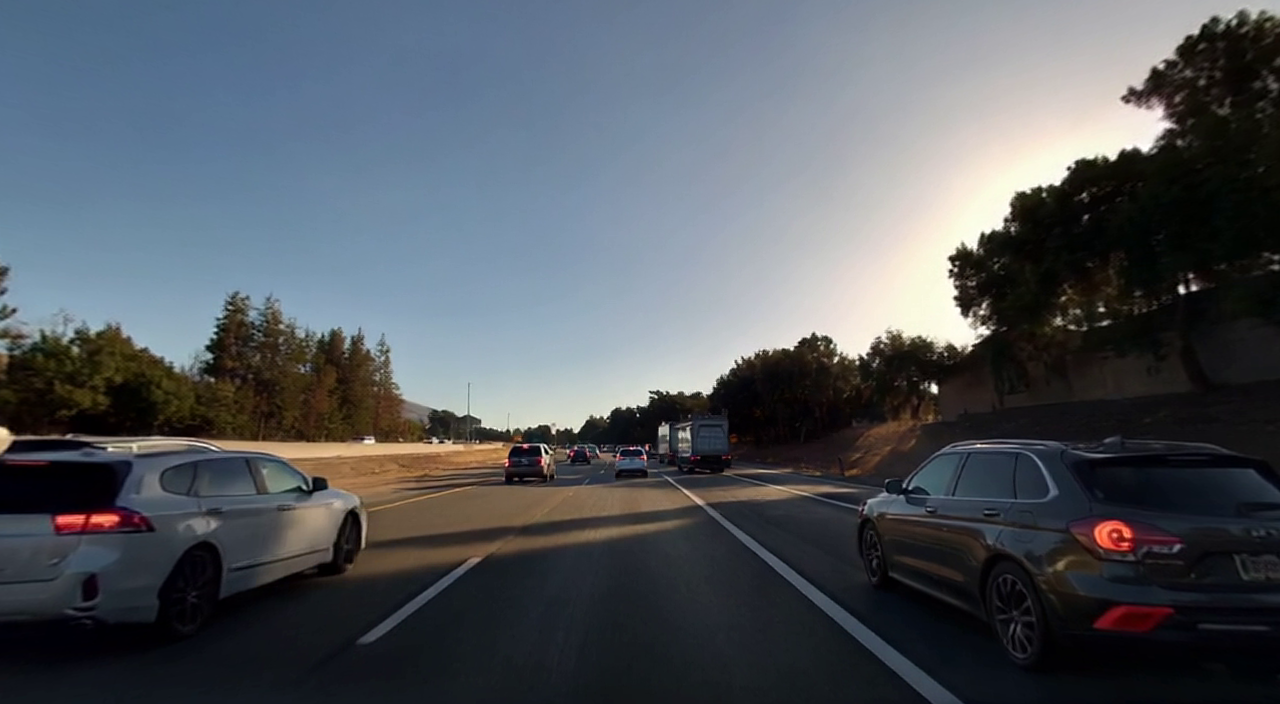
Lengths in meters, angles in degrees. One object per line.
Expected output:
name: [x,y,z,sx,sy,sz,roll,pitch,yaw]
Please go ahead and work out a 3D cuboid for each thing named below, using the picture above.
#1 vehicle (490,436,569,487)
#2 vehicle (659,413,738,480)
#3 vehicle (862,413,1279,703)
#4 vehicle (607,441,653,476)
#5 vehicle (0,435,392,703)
vehicle: [-4.184,4.237,24.698,2.176,1.783,4.799,0,-9,0]
vehicle: [3.098,5.628,37.591,3.426,3.279,12.313,0,-9,-1]
vehicle: [3.092,1.212,3.657,2.031,1.504,4.327,0,-9,0]
vehicle: [-0.502,5.541,32.881,2.235,1.682,4.094,0,-9,-1]
vehicle: [-4.079,1.487,5.524,1.947,1.424,4.264,0,-9,2]
